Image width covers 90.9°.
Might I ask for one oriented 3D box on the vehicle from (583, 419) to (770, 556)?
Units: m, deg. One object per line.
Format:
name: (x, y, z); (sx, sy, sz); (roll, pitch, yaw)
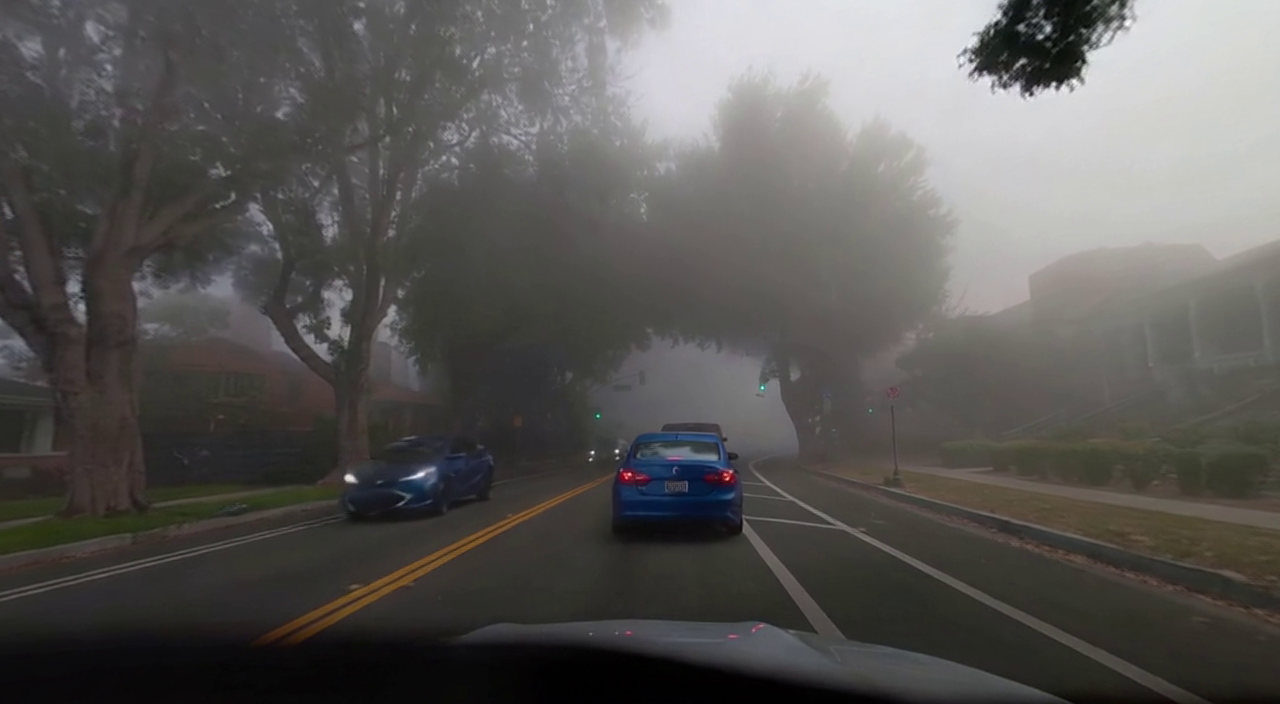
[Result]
vehicle: (0.449, 1.803, 9.068); (2.070, 1.516, 3.936); (0, -8, 1)

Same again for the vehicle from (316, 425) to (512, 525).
vehicle: (-4.385, 2.455, 13.217); (2.082, 1.682, 4.623); (-1, -8, 4)

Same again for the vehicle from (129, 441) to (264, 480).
vehicle: (-17.847, 4.347, 25.448); (4.069, 1.445, 2.063); (-2, -9, 9)
